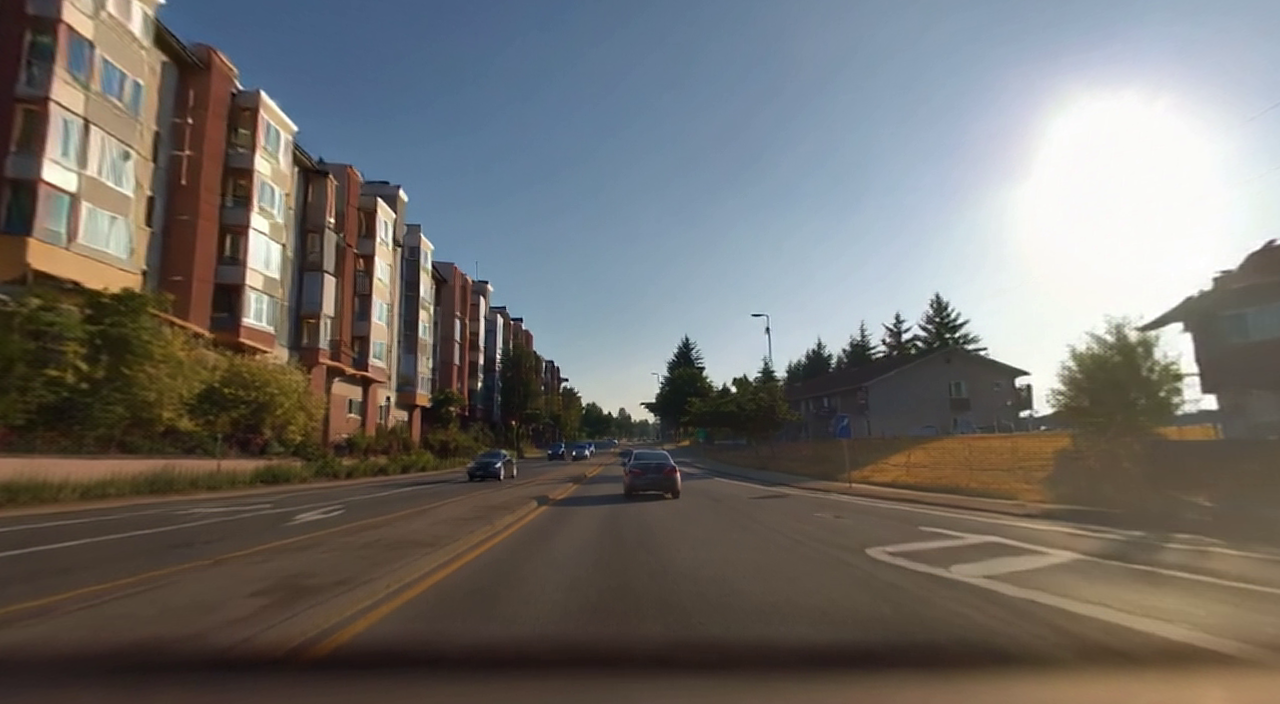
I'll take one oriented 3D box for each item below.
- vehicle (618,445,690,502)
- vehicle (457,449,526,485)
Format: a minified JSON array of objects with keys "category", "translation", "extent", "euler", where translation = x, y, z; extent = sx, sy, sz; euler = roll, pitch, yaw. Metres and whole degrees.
[{"category":"vehicle","translation":[0.334,3.654,19.304],"extent":[2.014,1.525,3.670],"euler":[0,-8,-2]},{"category":"vehicle","translation":[-6.814,5.301,29.206],"extent":[2.018,1.498,4.168],"euler":[-1,-8,3]}]
